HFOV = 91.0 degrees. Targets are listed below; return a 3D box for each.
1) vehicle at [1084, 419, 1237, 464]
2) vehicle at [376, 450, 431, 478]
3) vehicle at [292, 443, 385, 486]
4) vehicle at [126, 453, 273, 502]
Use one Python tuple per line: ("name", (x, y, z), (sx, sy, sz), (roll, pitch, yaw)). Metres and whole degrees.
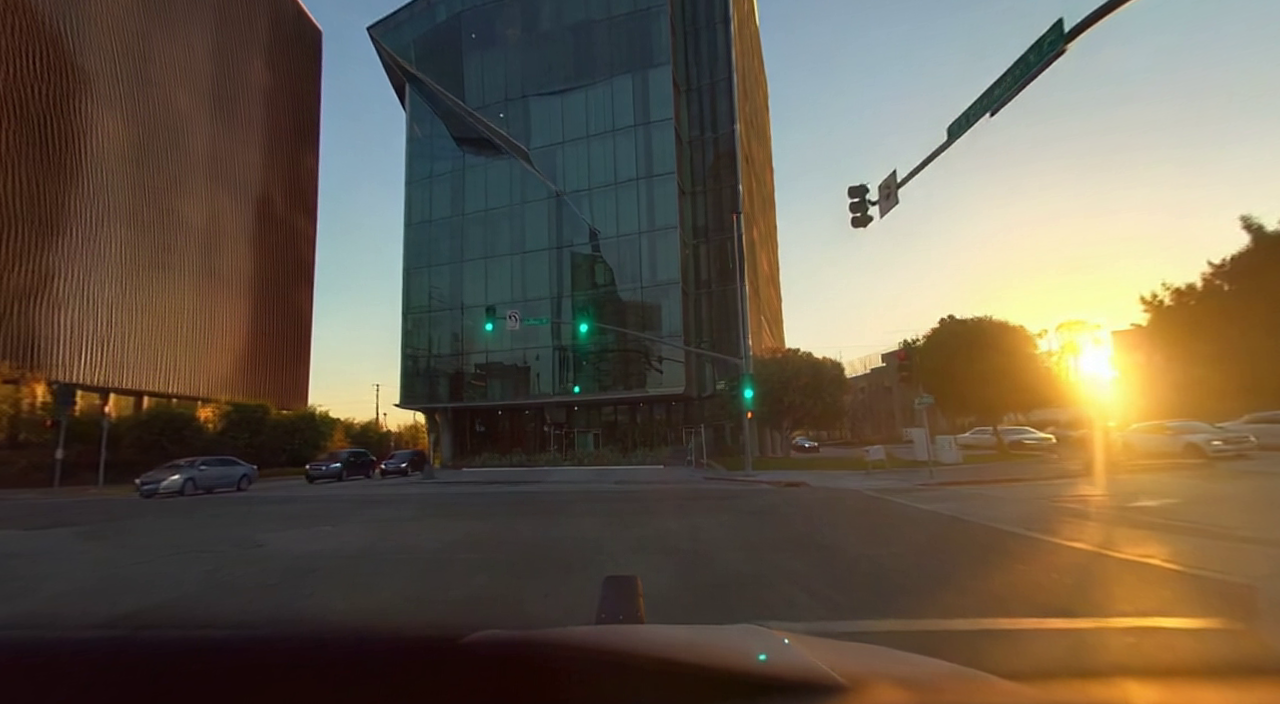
("vehicle", (19.086, 3.351, 23.406), (1.834, 1.480, 4.458), (0, -9, -1))
("vehicle", (-15.122, 7.175, 40.577), (1.932, 1.605, 4.146), (0, -9, 0))
("vehicle", (-14.835, 5.523, 31.362), (2.091, 1.915, 5.040), (0, -9, 0))
("vehicle", (-14.987, 4.247, 21.766), (1.790, 1.437, 4.349), (0, -9, 2))
